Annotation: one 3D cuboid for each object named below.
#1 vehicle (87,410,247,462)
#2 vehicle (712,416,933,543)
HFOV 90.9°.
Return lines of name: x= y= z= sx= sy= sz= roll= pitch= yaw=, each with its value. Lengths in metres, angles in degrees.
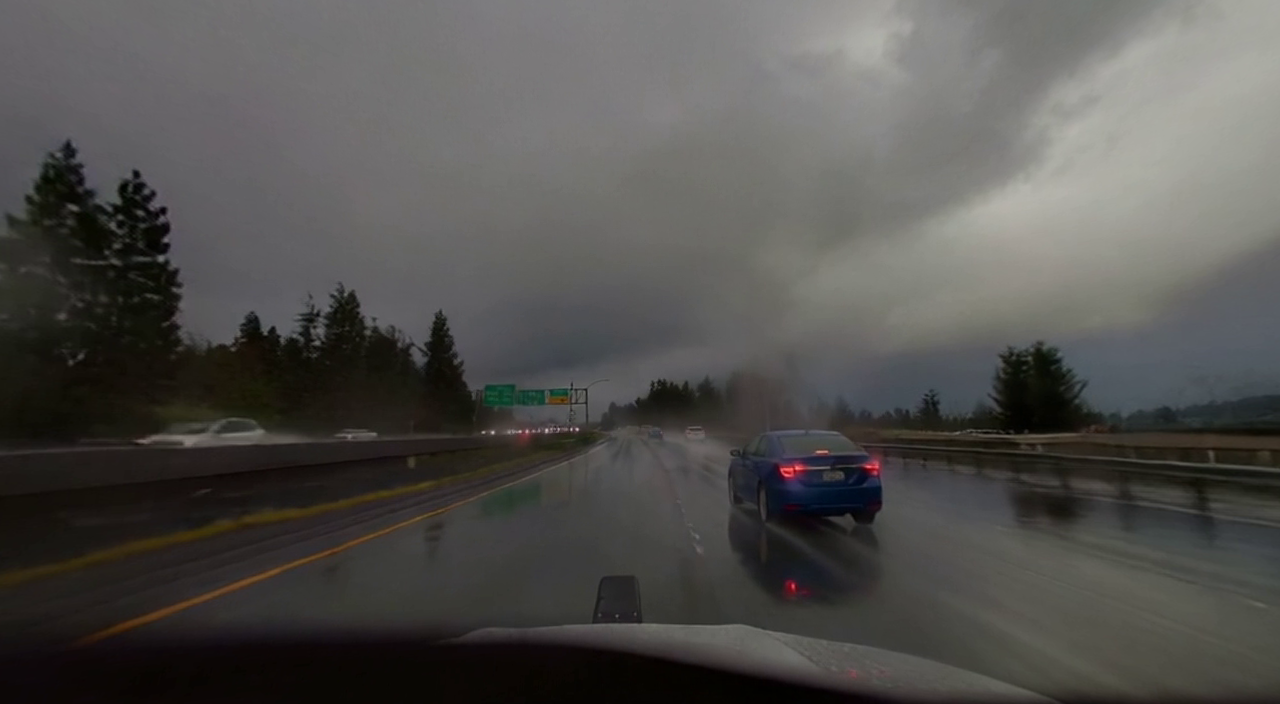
vehicle: x=-15.757 y=2.839 z=21.353 sx=2.012 sy=1.579 sz=4.363 roll=0 pitch=-8 yaw=1
vehicle: x=2.338 y=1.742 z=9.379 sx=1.977 sy=1.443 sz=4.225 roll=0 pitch=-8 yaw=-1
